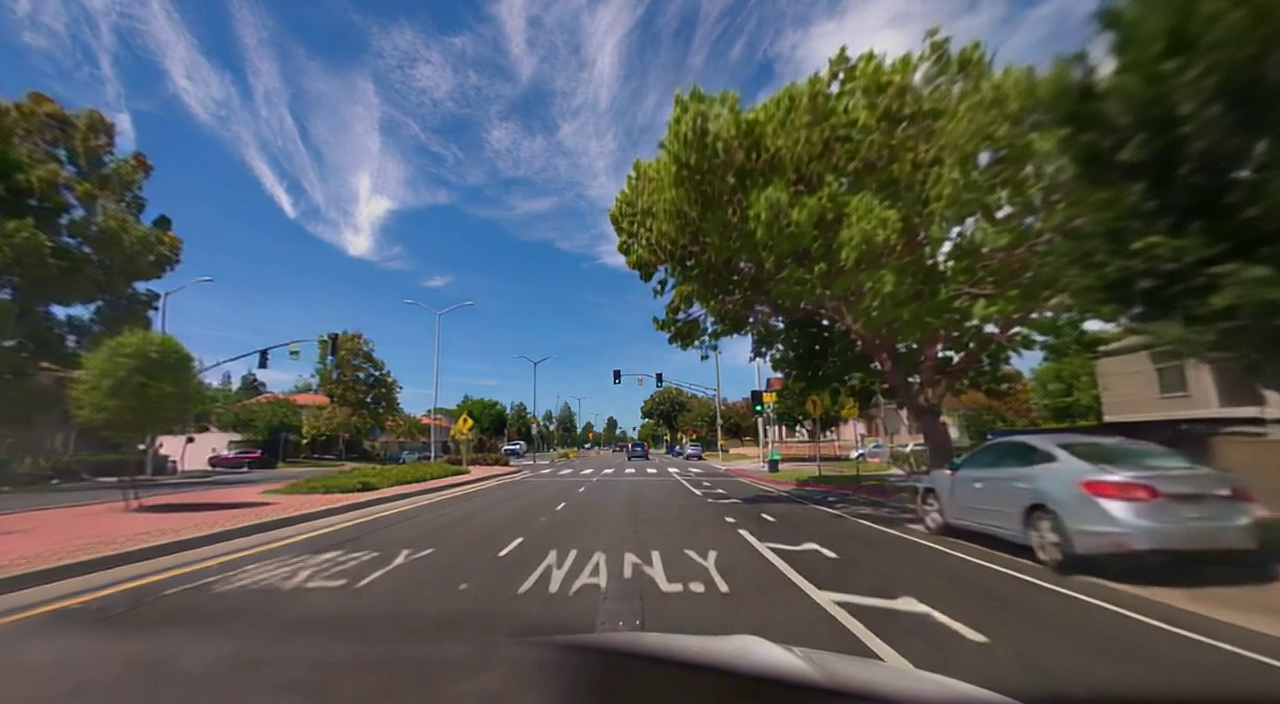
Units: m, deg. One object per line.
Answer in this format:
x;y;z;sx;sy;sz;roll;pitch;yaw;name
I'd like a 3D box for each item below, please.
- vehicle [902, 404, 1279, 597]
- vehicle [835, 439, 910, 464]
5.510;1.738;8.208;2.070;1.710;4.964;0;-9;0;vehicle
16.823;7.214;45.803;4.561;1.723;2.030;0;-9;-5;vehicle
